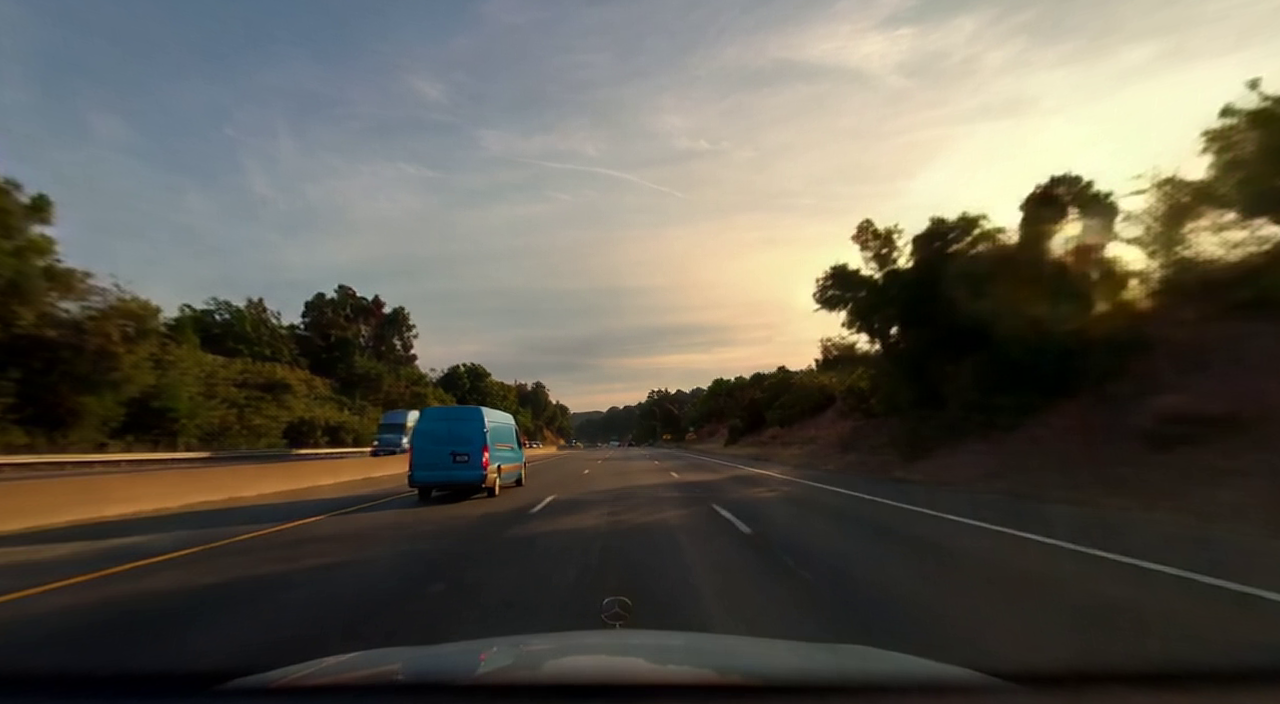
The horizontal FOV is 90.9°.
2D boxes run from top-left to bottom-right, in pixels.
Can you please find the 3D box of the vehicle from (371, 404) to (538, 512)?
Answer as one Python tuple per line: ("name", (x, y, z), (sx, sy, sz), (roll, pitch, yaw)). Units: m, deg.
("vehicle", (-3.850, 2.298, 14.180), (2.297, 2.011, 4.736), (0, -8, 0))
